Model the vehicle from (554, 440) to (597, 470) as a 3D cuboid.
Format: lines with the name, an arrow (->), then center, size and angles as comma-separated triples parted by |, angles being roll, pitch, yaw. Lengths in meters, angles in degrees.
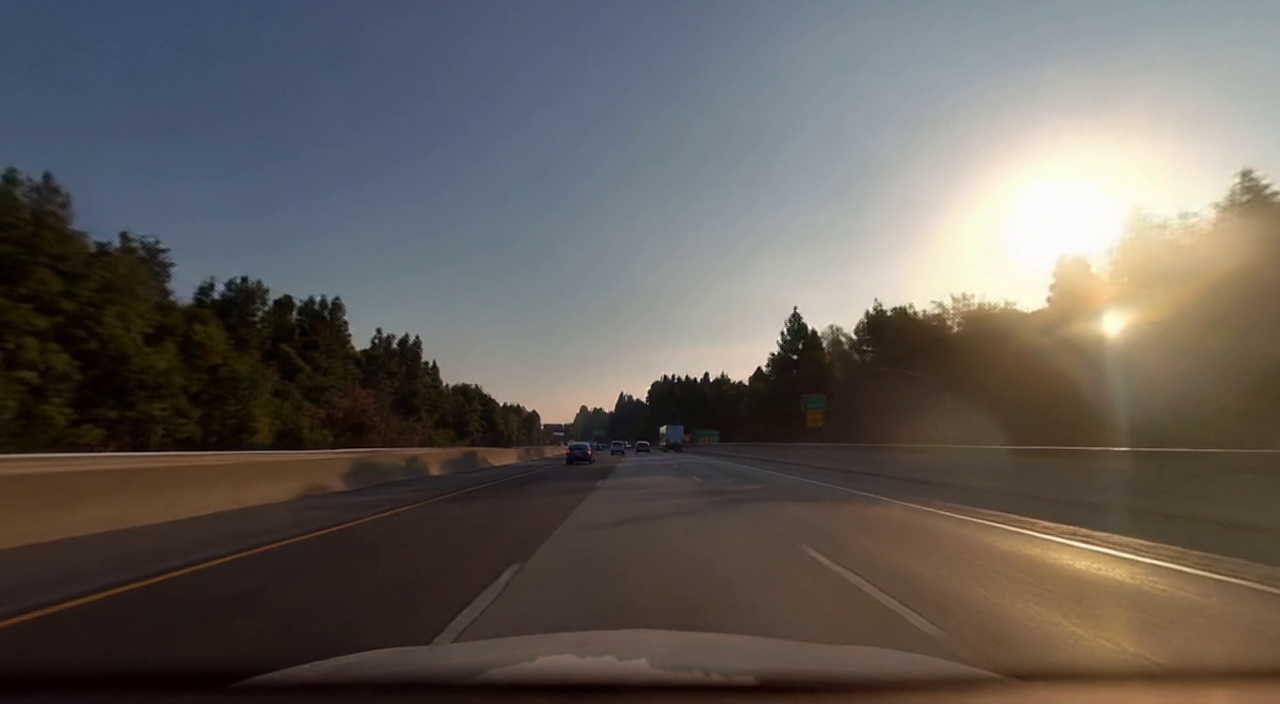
vehicle -> -3.580, 5.810, 35.738 | 2.025, 1.571, 3.662 | 0, -9, 0
